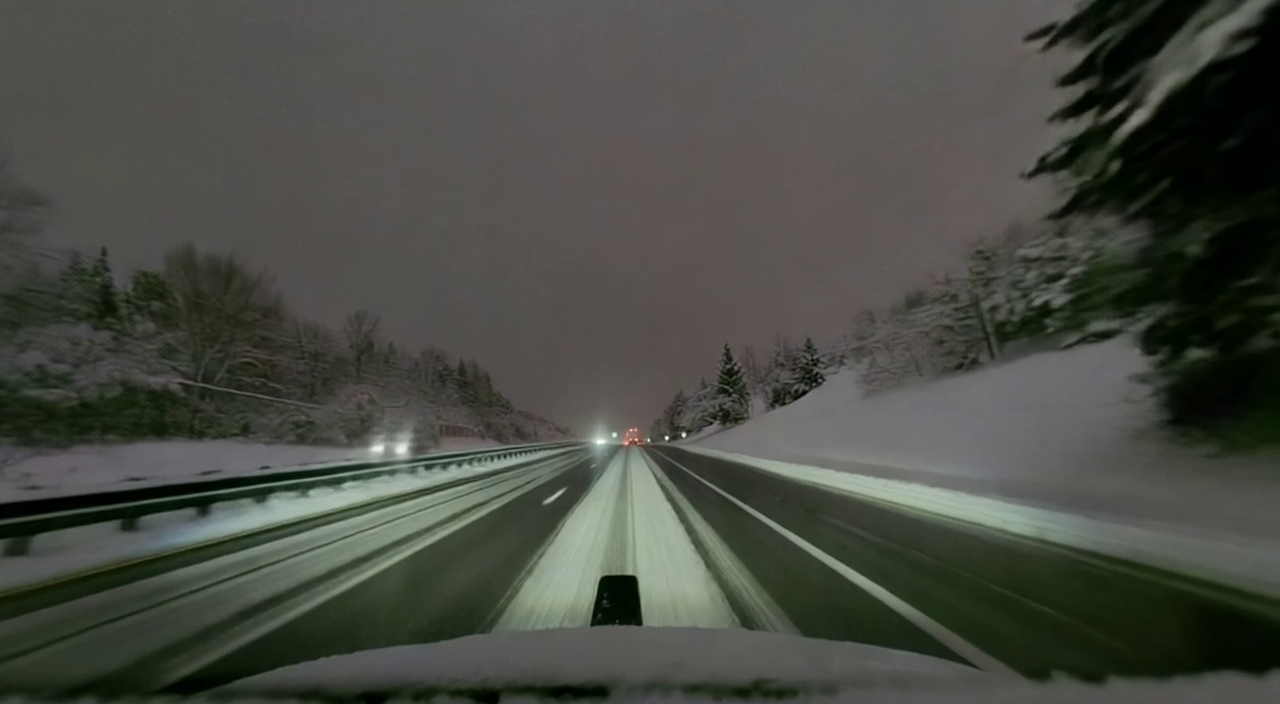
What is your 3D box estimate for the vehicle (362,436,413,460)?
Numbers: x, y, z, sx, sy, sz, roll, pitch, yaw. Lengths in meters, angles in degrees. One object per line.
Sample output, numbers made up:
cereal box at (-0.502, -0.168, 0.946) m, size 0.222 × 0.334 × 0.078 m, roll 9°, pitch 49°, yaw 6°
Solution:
vehicle at (-16.973, 6.446, 42.529) m, size 1.846 × 1.553 × 3.782 m, roll 0°, pitch -7°, yaw 0°
